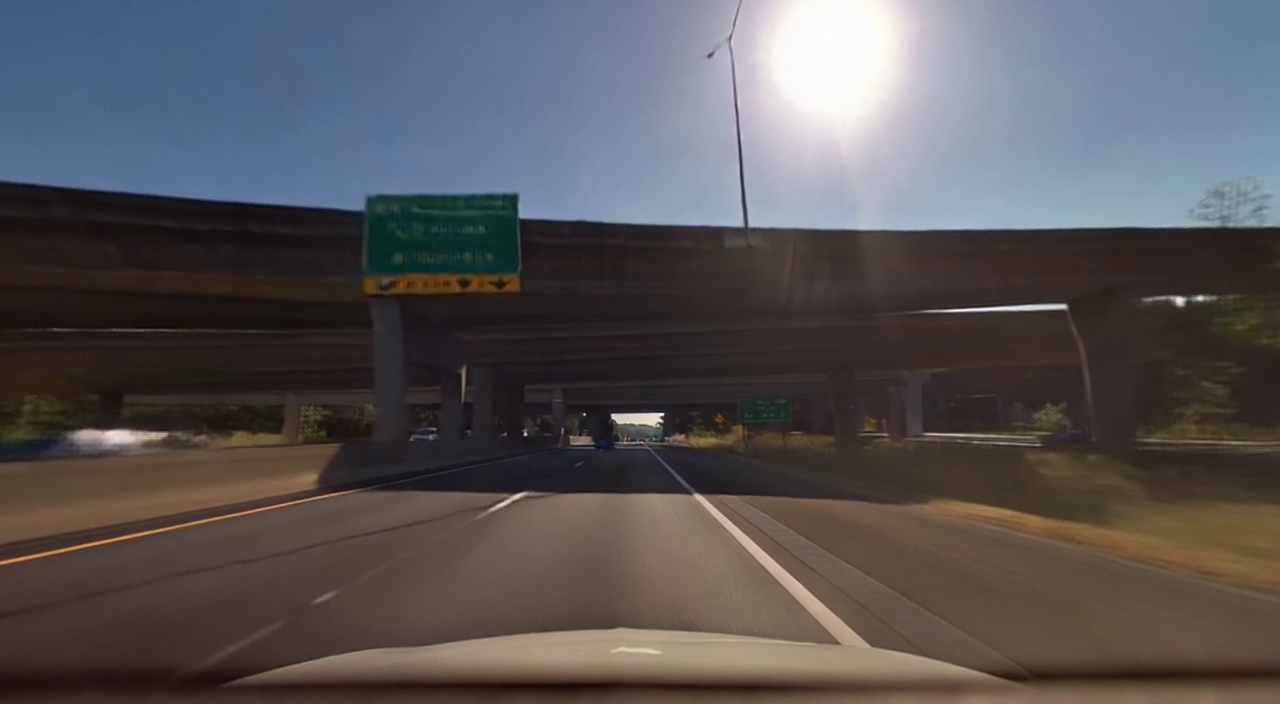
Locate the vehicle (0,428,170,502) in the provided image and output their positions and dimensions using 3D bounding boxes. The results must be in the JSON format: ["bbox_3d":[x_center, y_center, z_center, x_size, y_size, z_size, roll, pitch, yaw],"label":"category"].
[{"bbox_3d":[-13.448,2.500,14.455,1.937,1.424,4.454,0,-8,-1],"label":"vehicle"}]

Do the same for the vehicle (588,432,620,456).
[{"bbox_3d":[-2.607,6.791,46.730,2.086,1.624,4.607,0,-8,1],"label":"vehicle"}]
